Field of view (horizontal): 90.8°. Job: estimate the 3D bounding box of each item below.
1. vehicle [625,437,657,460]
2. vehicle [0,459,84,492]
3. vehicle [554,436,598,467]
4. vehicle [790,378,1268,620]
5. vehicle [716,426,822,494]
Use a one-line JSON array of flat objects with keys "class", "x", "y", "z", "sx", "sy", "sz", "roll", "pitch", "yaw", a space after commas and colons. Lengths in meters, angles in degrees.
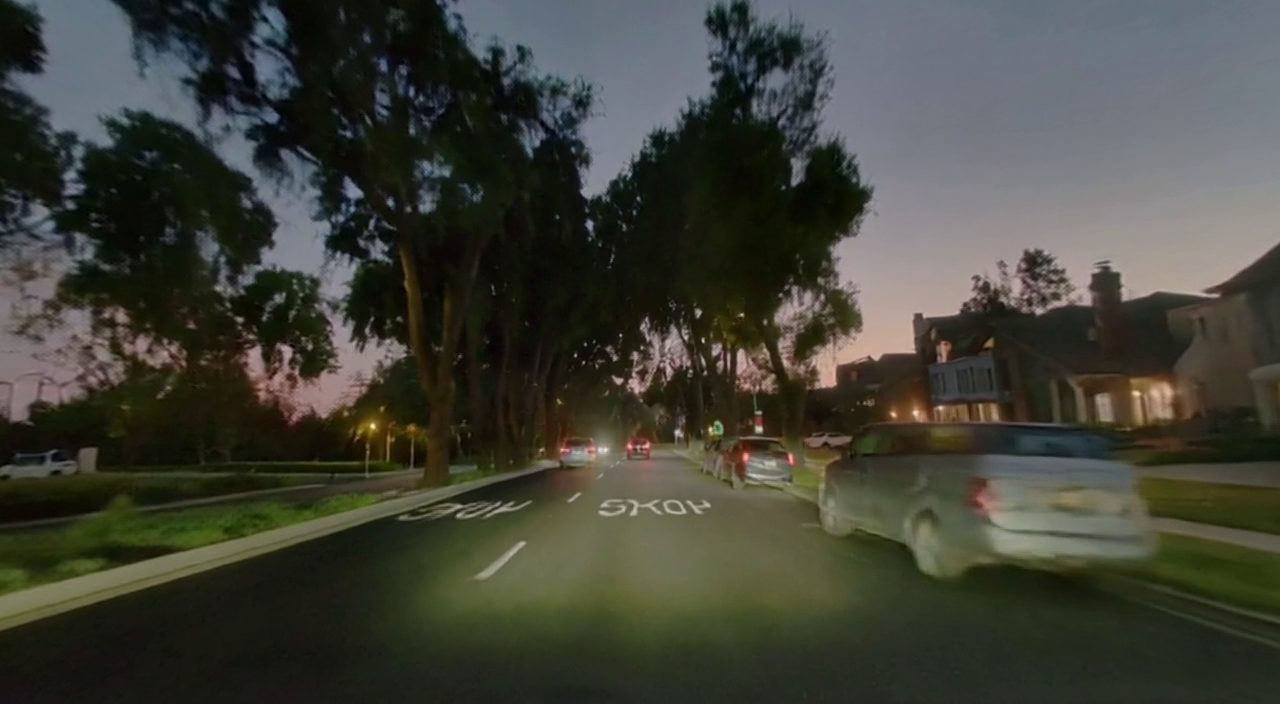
[{"class": "vehicle", "x": 0.097, "y": 6.973, "z": 45.781, "sx": 2.142, "sy": 1.548, "sz": 4.273, "roll": -1, "pitch": -8, "yaw": 1}, {"class": "vehicle", "x": -36.422, "y": 7.368, "z": 37.945, "sx": 1.890, "sy": 1.711, "sz": 4.456, "roll": -1, "pitch": -8, "yaw": 1}, {"class": "vehicle", "x": -3.678, "y": 5.810, "z": 37.038, "sx": 2.129, "sy": 1.668, "sz": 4.722, "roll": -1, "pitch": -8, "yaw": 0}, {"class": "vehicle", "x": 3.694, "y": 1.507, "z": 7.579, "sx": 2.273, "sy": 1.860, "sz": 5.077, "roll": 0, "pitch": -8, "yaw": -3}, {"class": "vehicle", "x": 3.657, "y": 3.163, "z": 18.866, "sx": 2.113, "sy": 1.760, "sz": 4.432, "roll": -1, "pitch": -8, "yaw": -1}]
